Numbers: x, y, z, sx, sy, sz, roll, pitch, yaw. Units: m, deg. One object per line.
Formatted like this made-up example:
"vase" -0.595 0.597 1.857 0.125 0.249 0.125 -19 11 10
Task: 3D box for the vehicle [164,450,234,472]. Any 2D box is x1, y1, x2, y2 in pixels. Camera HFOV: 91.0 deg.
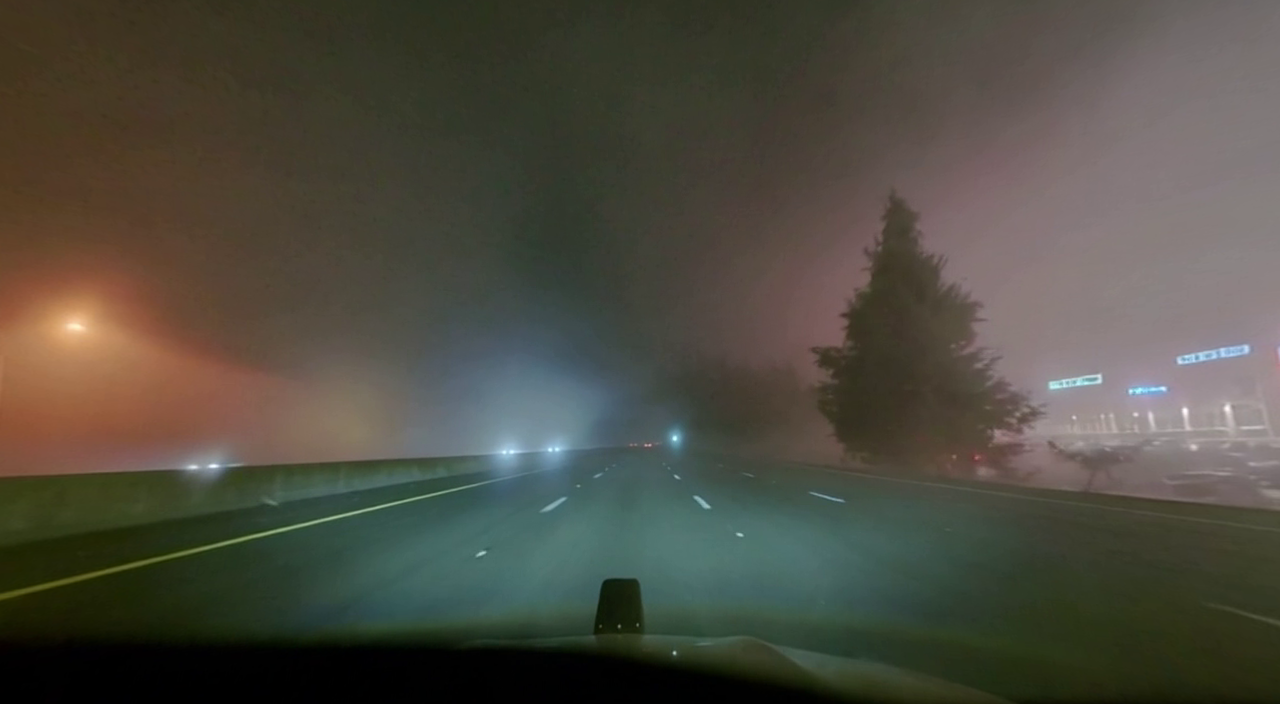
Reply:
"vehicle" -32.367 7.963 46.386 1.846 1.509 4.539 0 -9 1
